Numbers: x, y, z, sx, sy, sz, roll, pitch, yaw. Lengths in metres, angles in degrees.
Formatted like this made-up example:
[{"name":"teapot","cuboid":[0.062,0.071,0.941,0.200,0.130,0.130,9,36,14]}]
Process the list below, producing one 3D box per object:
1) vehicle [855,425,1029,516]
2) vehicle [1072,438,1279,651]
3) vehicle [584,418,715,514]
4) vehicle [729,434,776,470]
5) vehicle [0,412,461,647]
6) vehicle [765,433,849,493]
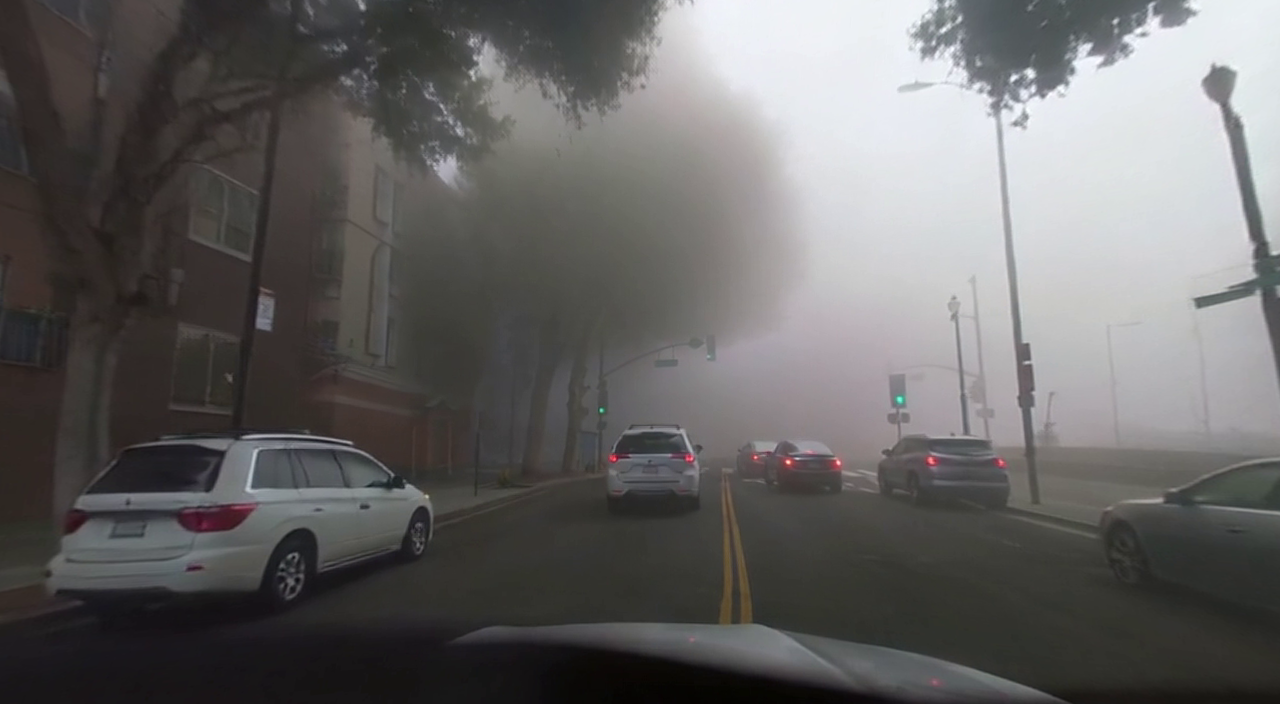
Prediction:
[{"name":"vehicle","cuboid":[7.057,2.802,15.602,2.093,1.815,5.441,-1,-8,6]},{"name":"vehicle","cuboid":[5.354,1.336,4.466,1.937,1.442,4.338,-1,-8,7]},{"name":"vehicle","cuboid":[0.465,2.609,14.967,2.333,1.832,5.200,-2,-9,9]},{"name":"vehicle","cuboid":[5.660,5.094,32.352,2.111,1.705,4.093,-1,-8,7]},{"name":"vehicle","cuboid":[-3.989,1.701,7.233,2.013,1.772,4.439,-2,-9,9]},{"name":"vehicle","cuboid":[5.017,3.378,19.521,2.111,1.619,4.077,-2,-9,10]}]
